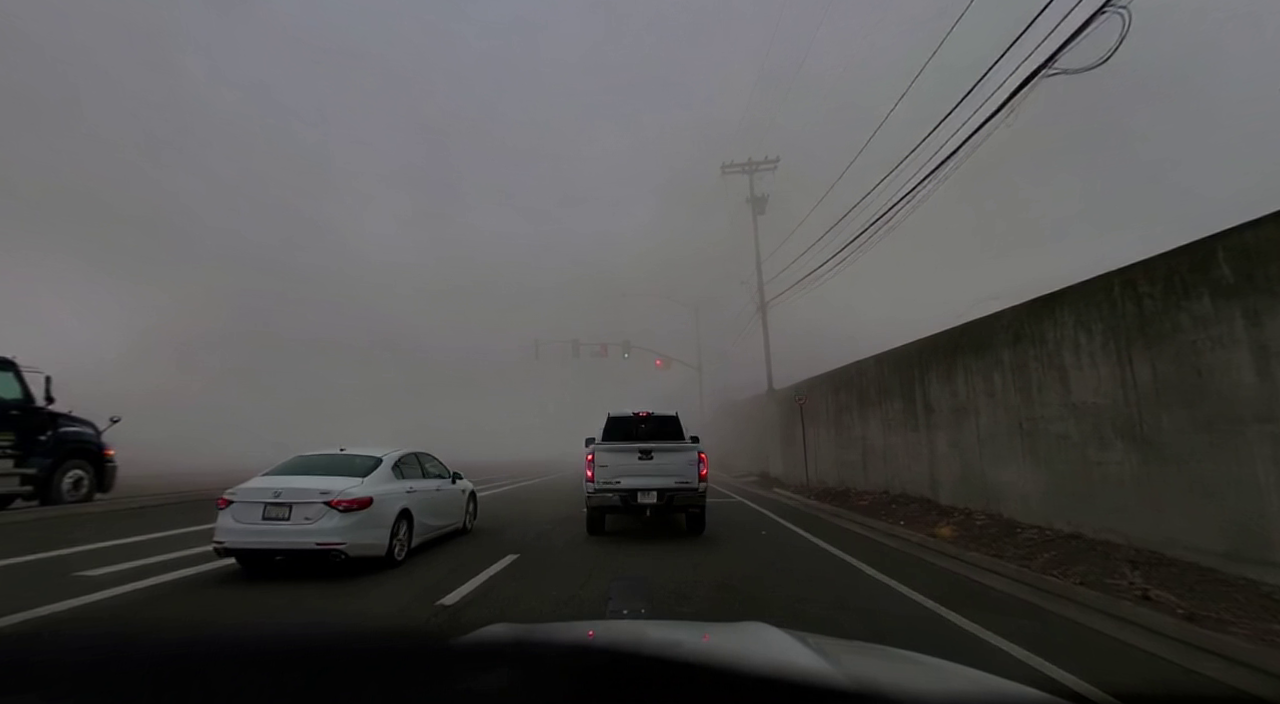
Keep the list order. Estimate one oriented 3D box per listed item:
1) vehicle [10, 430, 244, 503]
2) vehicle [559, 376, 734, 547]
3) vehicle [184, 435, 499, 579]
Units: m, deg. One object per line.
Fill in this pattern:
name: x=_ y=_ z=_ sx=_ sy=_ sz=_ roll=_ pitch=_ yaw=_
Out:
vehicle: x=-16.984 y=3.821 z=21.616 sx=2.475 sy=2.090 sz=6.394 roll=-1 pitch=-8 yaw=2
vehicle: x=0.109 y=1.878 z=11.302 sx=2.355 sy=2.305 sz=5.336 roll=0 pitch=-8 yaw=0
vehicle: x=-3.672 y=1.983 z=9.091 sx=2.019 sy=1.480 sz=4.966 roll=0 pitch=-8 yaw=1
